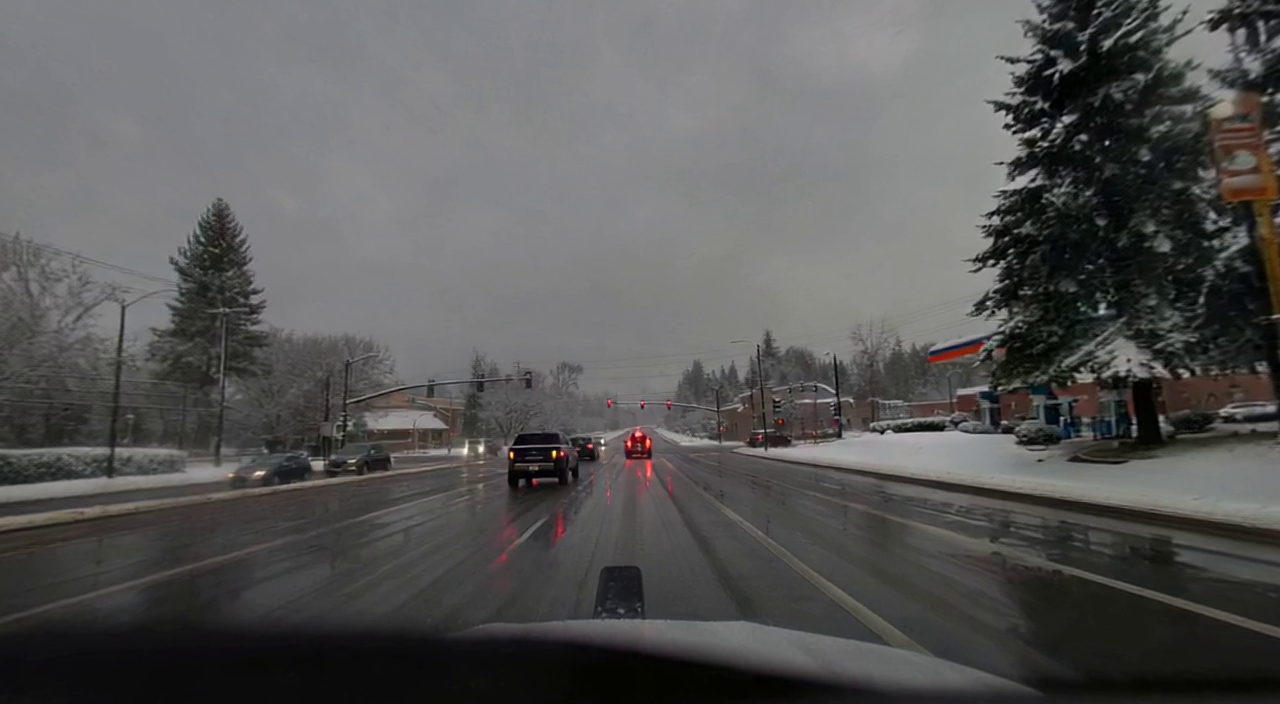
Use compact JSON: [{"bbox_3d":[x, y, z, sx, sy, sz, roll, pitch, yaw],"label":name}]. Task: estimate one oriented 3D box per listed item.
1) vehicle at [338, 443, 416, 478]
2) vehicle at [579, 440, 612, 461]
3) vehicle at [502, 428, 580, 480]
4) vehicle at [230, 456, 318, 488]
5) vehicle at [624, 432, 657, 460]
[{"bbox_3d":[-13.450,5.571,32.679,1.981,1.671,4.598,0,-9,1],"label":"vehicle"},{"bbox_3d":[-3.085,6.974,44.835,1.881,1.424,4.098,0,-9,2],"label":"vehicle"},{"bbox_3d":[-3.506,3.751,23.293,2.096,1.718,4.266,0,-9,1],"label":"vehicle"},{"bbox_3d":[-16.968,5.566,29.516,1.765,1.310,3.824,0,-9,0],"label":"vehicle"},{"bbox_3d":[0.092,6.616,44.478,2.224,1.819,5.005,0,-9,1],"label":"vehicle"}]
